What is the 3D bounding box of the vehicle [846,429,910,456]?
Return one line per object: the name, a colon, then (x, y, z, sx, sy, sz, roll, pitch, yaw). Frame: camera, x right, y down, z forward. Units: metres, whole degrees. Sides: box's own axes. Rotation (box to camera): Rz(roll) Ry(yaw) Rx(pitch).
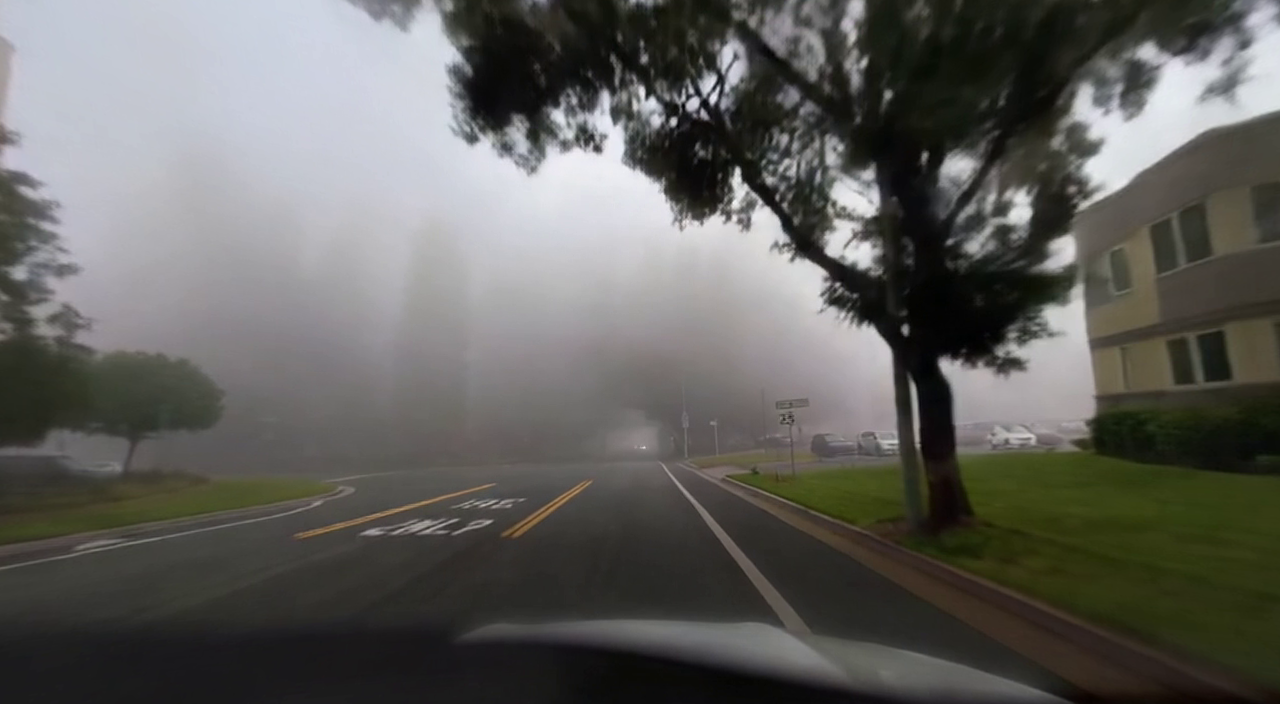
vehicle: (13.756, 5.274, 36.723, 1.927, 1.464, 4.644, 0, -8, 0)
